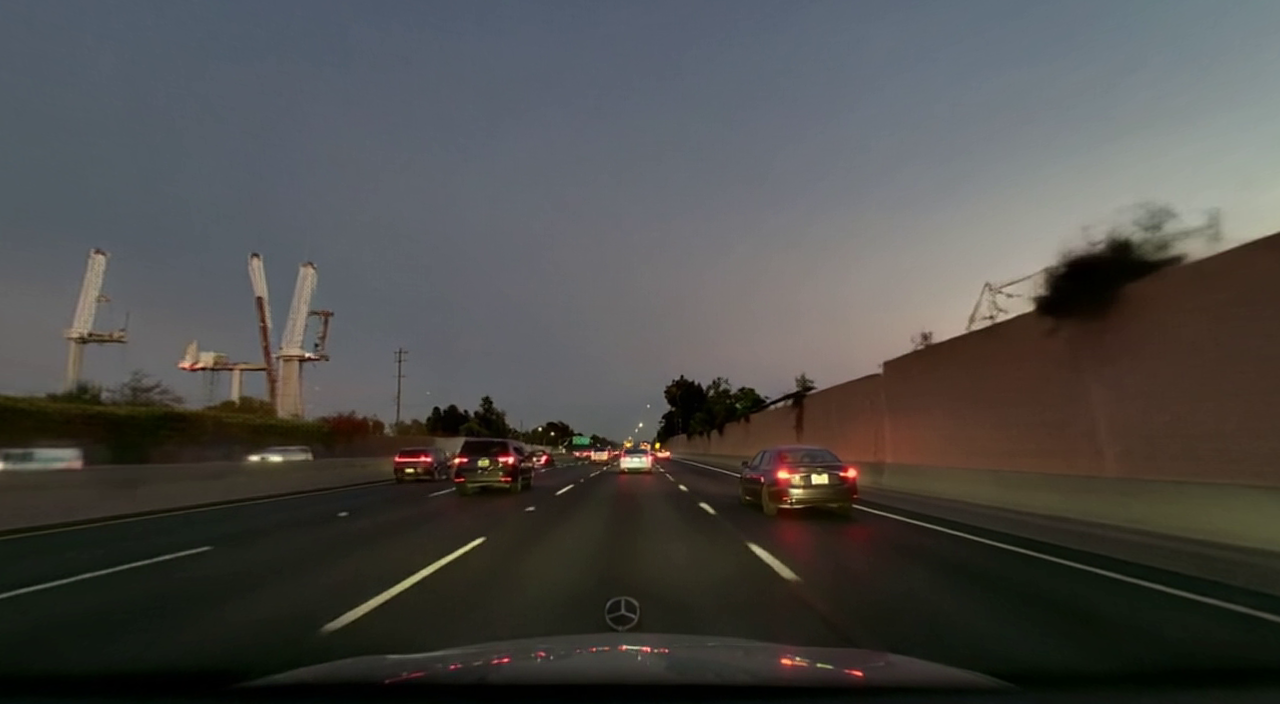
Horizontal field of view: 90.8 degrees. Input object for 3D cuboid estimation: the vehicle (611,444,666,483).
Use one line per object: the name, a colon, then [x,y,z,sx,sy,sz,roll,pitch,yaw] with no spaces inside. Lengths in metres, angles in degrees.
vehicle: [-0.093,4.518,25.885,2.045,1.452,4.040,0,-8,-1]

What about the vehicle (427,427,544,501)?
vehicle: [-4.058,3.020,17.456,2.121,1.775,4.335,0,-8,0]

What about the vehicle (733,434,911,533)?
vehicle: [3.156,2.368,12.081,1.917,1.507,4.540,0,-8,-2]

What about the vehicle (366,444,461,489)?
vehicle: [-8.231,4.169,23.447,1.908,1.476,4.342,0,-8,0]
